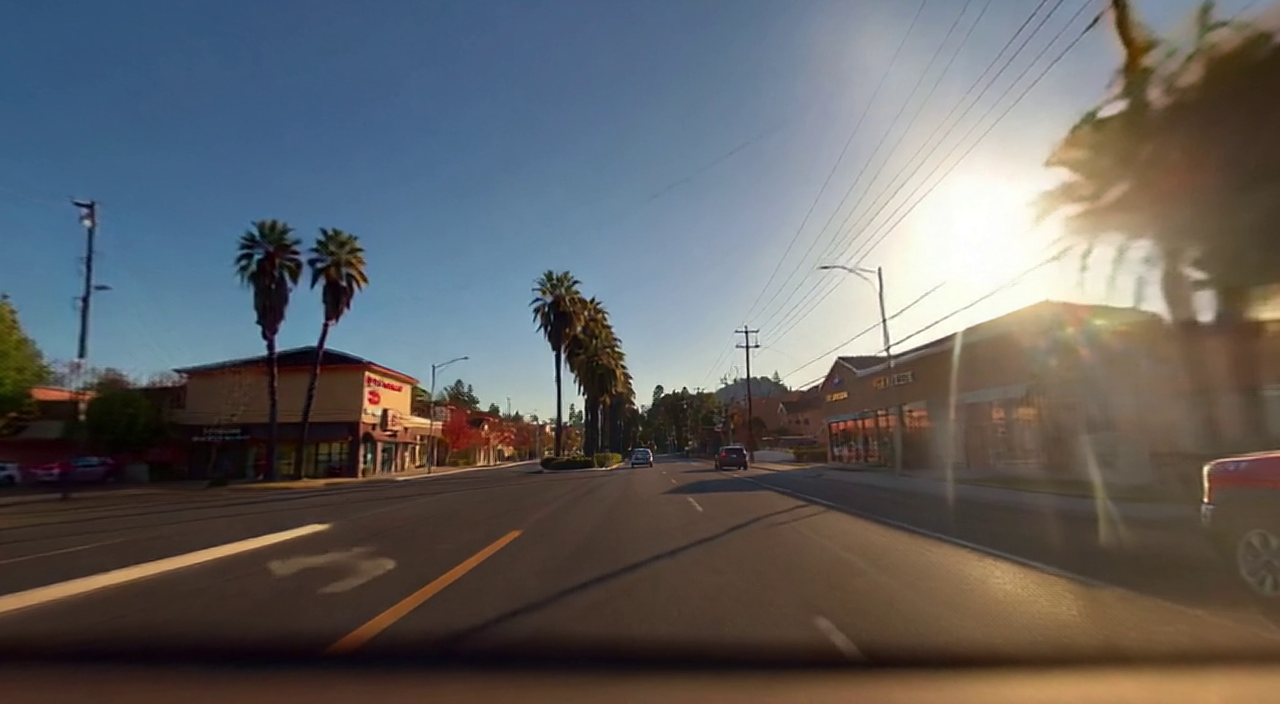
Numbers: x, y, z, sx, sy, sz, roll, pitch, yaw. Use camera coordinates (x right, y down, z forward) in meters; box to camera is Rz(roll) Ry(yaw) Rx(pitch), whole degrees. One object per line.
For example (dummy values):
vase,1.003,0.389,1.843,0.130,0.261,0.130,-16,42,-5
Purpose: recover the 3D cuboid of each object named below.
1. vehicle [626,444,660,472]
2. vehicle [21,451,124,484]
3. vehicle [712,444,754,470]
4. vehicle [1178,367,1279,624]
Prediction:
vehicle,0.219,7.018,41.818,2.138,1.702,4.168,0,-9,0
vehicle,-34.793,7.045,38.781,1.888,1.754,4.488,-5,-9,7
vehicle,6.507,7.396,44.419,2.252,1.718,4.617,0,-9,0
vehicle,5.893,0.841,3.241,2.355,1.889,4.392,0,-9,2
